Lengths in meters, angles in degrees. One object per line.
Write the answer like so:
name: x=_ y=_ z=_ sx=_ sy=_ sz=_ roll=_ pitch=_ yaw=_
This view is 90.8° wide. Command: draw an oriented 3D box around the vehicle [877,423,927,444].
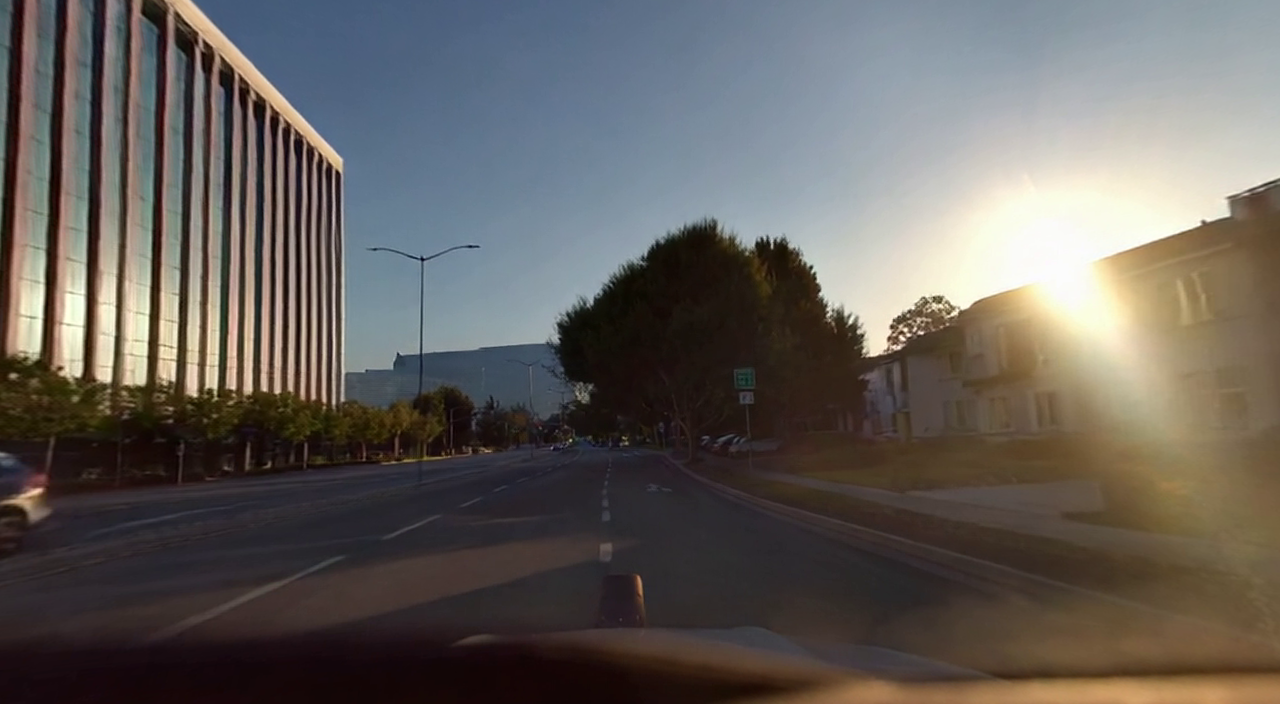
vehicle: x=19.501 y=6.133 z=47.267 sx=1.890 sy=1.492 sz=4.494 roll=0 pitch=-8 yaw=1

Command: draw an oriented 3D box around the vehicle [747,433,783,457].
vehicle: x=8.466 y=6.348 z=43.131 sx=1.842 sy=1.535 sz=3.638 roll=0 pitch=-8 yaw=2

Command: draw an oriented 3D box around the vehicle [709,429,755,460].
vehicle: x=6.075 y=6.224 z=42.482 sx=2.160 sy=1.944 sz=5.086 roll=0 pitch=-8 yaw=-2
